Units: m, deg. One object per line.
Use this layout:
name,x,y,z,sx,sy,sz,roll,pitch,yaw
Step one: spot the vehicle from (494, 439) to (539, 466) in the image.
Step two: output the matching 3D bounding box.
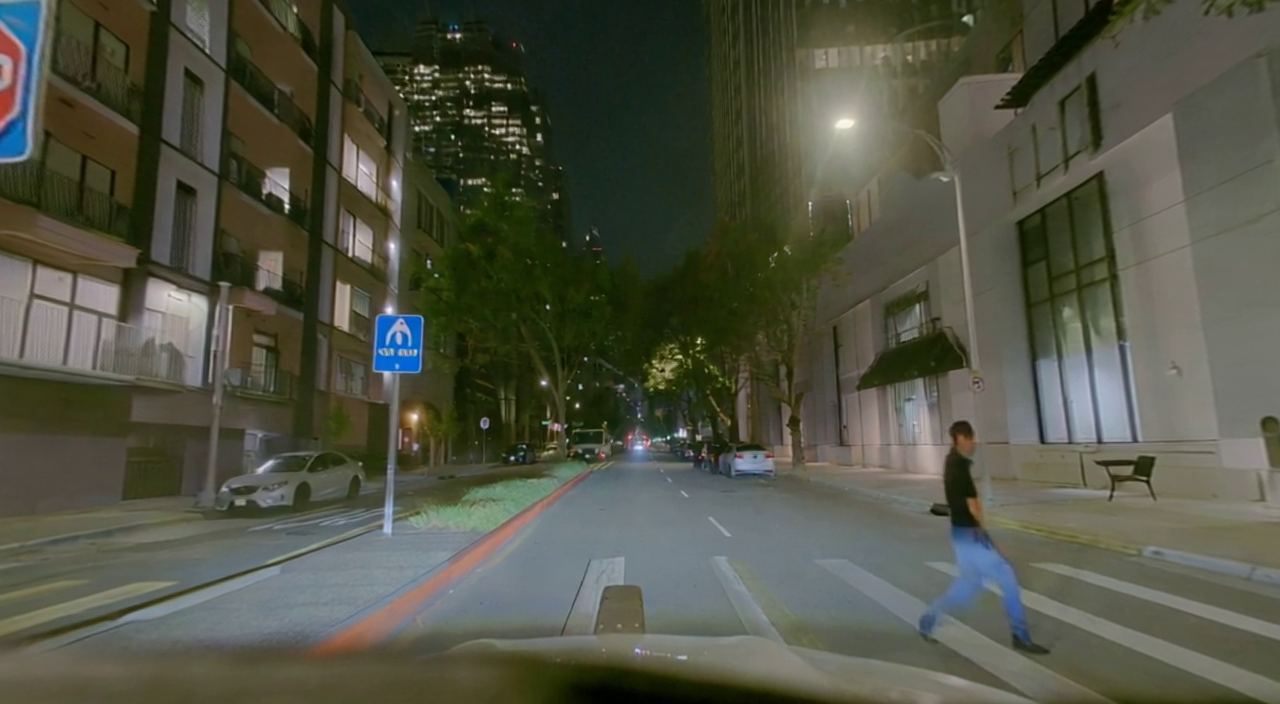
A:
vehicle,-8.871,7.234,45.599,2.256,1.802,4.333,0,-8,2

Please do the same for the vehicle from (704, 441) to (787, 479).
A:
vehicle,4.588,4.562,26.985,1.858,1.491,4.329,-5,-10,33

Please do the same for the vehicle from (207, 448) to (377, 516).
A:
vehicle,-8.797,3.285,16.528,2.007,1.503,4.343,0,-8,-1

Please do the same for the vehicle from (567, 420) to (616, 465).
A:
vehicle,-2.977,5.757,40.109,2.317,2.596,6.053,0,-8,3
